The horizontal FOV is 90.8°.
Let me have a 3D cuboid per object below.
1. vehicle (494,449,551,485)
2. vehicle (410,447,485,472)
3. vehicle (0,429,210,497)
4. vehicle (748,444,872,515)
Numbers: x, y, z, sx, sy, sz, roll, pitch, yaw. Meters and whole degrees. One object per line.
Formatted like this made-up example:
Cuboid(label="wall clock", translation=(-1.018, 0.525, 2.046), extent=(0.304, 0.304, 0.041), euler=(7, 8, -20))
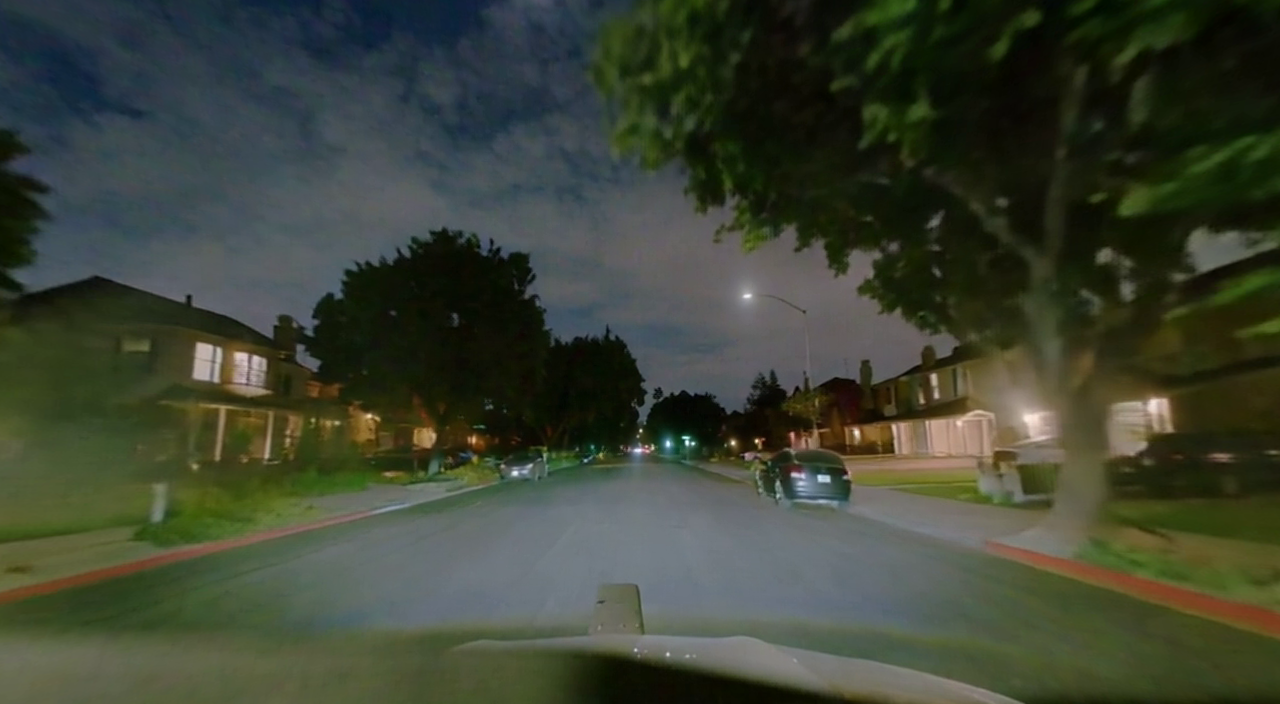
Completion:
Cuboid(label="vehicle", translation=(-5.793, 5.704, 31.637), extent=(1.944, 1.621, 4.187), euler=(-1, -9, 1))
Cuboid(label="vehicle", translation=(-12.329, 6.920, 40.669), extent=(4.135, 1.567, 1.944), euler=(0, -9, 2))
Cuboid(label="vehicle", translation=(-15.112, 3.077, 17.679), extent=(4.530, 1.777, 2.107), euler=(0, -9, -2))
Cuboid(label="vehicle", translation=(4.211, 3.208, 16.484), extent=(1.996, 1.585, 4.371), euler=(0, -9, 0))
